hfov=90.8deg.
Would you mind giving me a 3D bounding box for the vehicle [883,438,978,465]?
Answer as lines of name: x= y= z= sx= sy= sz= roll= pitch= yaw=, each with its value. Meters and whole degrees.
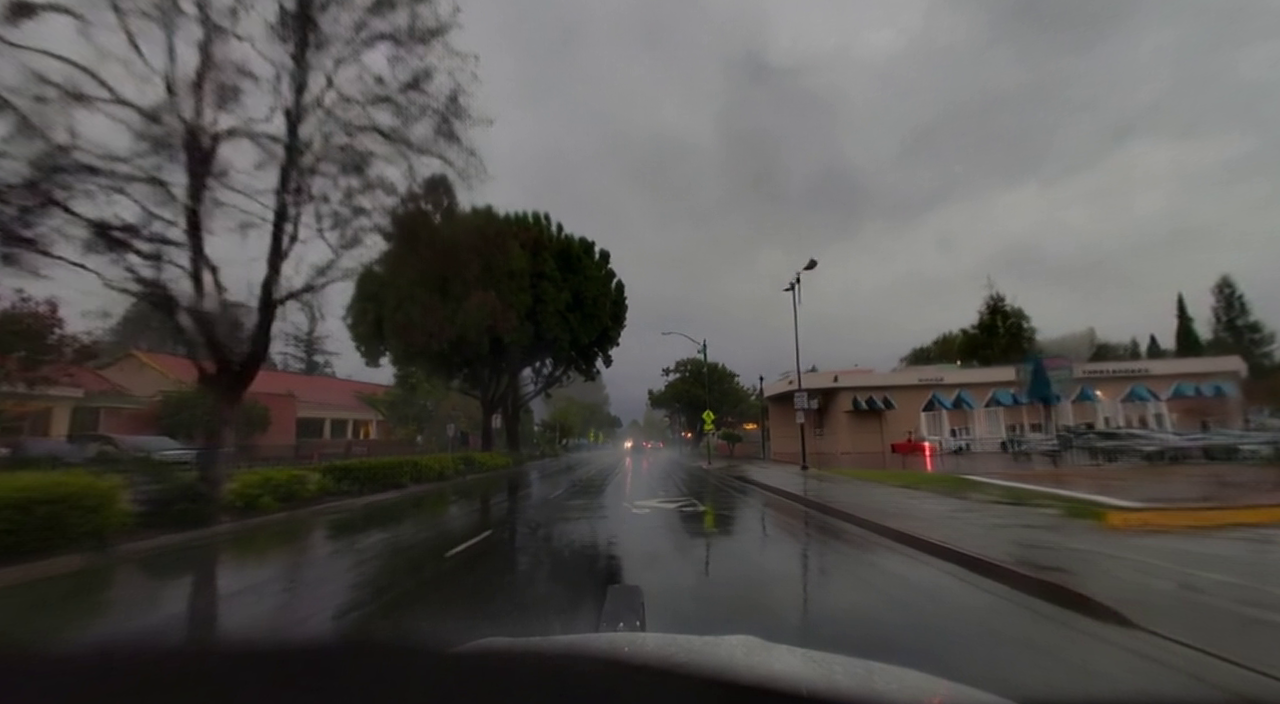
vehicle: x=16.998 y=5.859 z=37.199 sx=4.563 sy=1.457 sz=2.139 roll=-1 pitch=-7 yaw=6
